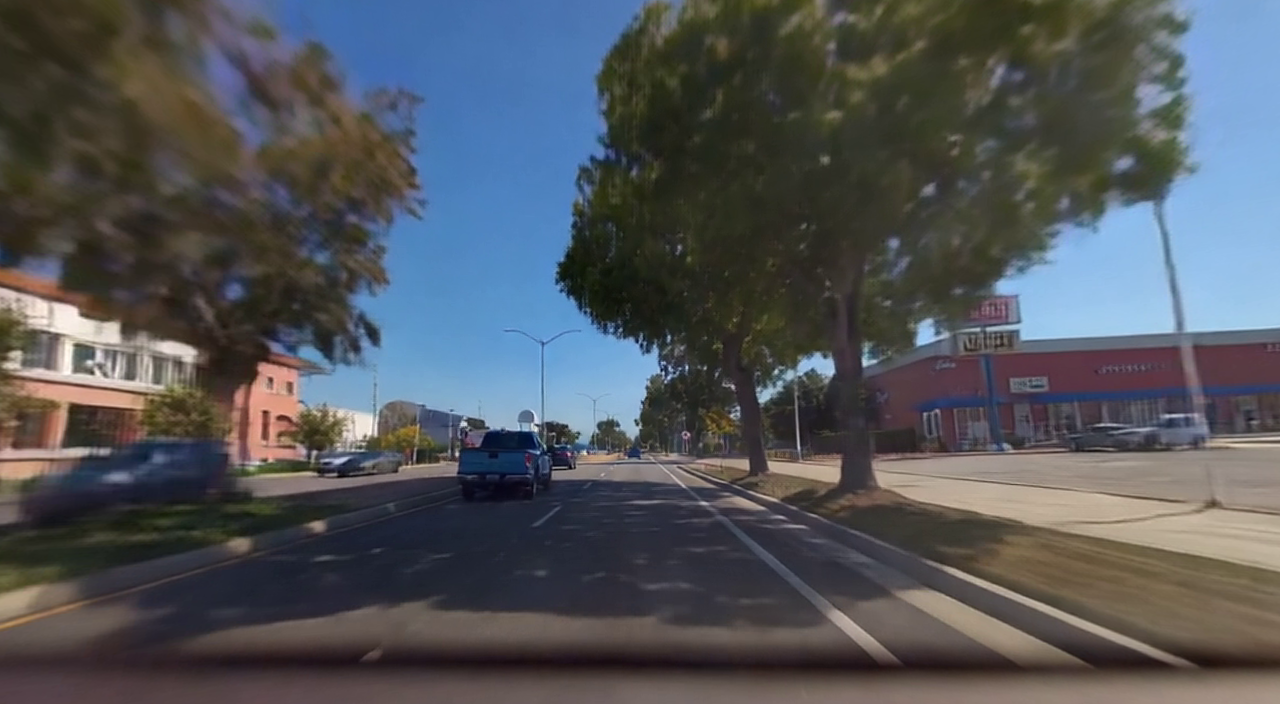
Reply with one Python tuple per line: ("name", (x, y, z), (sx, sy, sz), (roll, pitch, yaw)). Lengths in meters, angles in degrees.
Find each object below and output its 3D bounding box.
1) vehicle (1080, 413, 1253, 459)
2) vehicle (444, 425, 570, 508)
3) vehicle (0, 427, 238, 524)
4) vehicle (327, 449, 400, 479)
("vehicle", (26.148, 4.255, 31.478), (6.324, 1.986, 2.478), (-2, -9, 0))
("vehicle", (-3.232, 2.924, 16.561), (2.065, 1.790, 5.417), (0, -9, 1))
("vehicle", (-11.386, 2.553, 13.628), (1.988, 1.687, 5.001), (0, -9, 0))
("vehicle", (-14.512, 5.877, 33.337), (1.813, 1.476, 4.406), (0, -9, 1))
